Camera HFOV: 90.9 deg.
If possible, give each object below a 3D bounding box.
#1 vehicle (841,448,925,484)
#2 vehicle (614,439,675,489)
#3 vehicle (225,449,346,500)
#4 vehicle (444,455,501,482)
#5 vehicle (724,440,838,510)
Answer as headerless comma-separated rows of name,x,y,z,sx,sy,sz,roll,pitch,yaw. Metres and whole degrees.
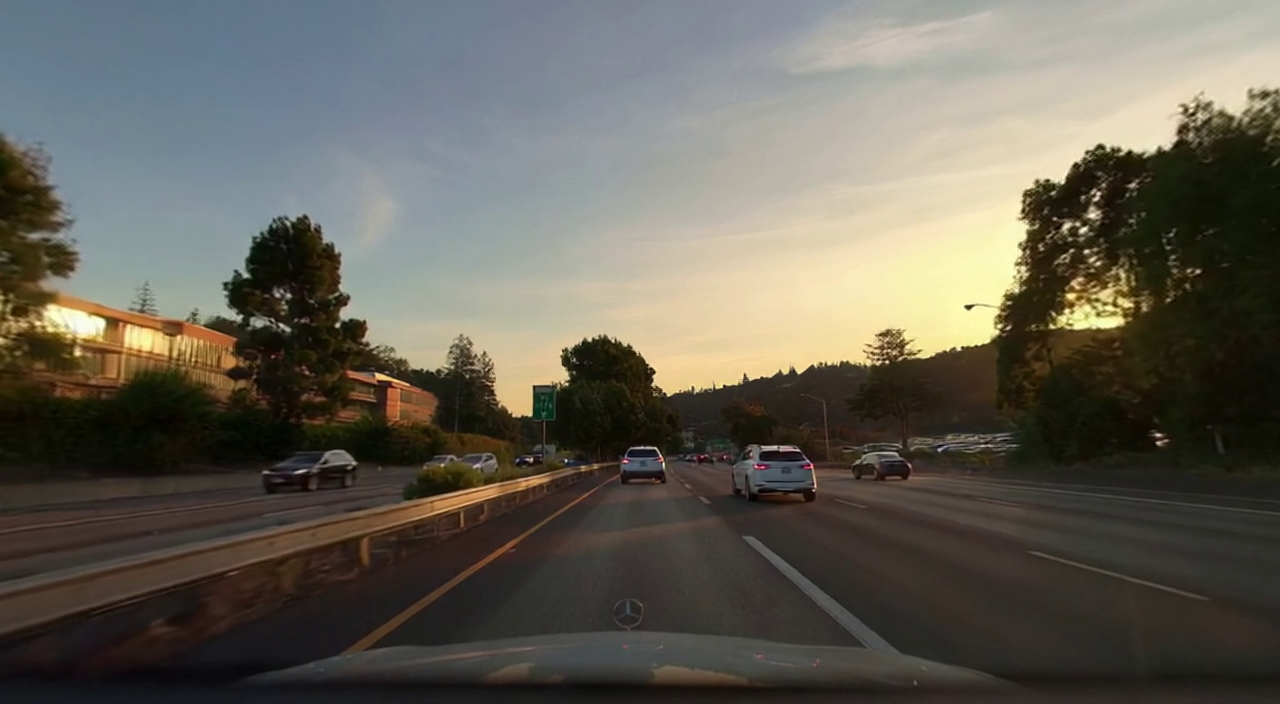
vehicle,11.165,5.234,29.427,1.985,1.503,4.842,0,-8,0
vehicle,0.185,4.537,26.005,2.290,1.862,4.454,0,-8,1
vehicle,-14.544,5.006,26.327,2.018,1.887,5.108,0,-8,1
vehicle,-10.237,7.161,38.970,2.146,1.479,4.671,0,-8,1
vehicle,3.554,3.176,16.762,2.042,1.592,4.047,0,-8,-1
